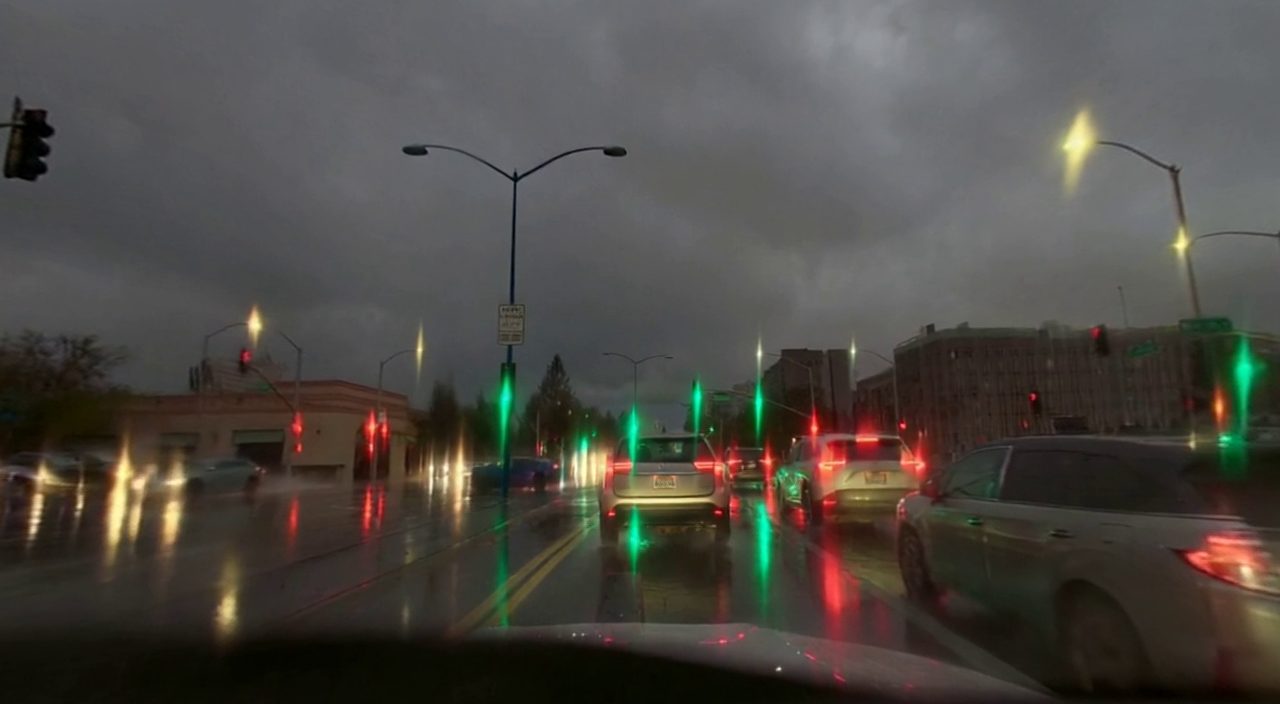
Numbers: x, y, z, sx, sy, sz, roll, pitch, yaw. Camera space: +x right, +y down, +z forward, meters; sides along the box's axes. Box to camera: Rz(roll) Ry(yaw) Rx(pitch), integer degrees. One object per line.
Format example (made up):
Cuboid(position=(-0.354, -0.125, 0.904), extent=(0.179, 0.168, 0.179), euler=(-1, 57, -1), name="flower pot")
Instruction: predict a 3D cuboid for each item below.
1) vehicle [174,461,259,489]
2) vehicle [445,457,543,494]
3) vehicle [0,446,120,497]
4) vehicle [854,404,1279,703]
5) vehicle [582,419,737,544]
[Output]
Cuboid(position=(-25.691, 7.458, 38.454), extent=(3.981, 1.477, 1.872), euler=(4, -10, -26), name="vehicle")
Cuboid(position=(-6.283, 5.228, 26.911), extent=(4.447, 1.430, 1.885), euler=(-10, -14, 43), name="vehicle")
Cuboid(position=(-24.975, 4.875, 26.004), extent=(5.062, 1.946, 2.243), euler=(0, -9, 0), name="vehicle")
Cuboid(position=(3.434, 1.326, 4.965), extent=(2.056, 1.516, 4.776), euler=(-1, -9, 3), name="vehicle")
Cuboid(position=(0.268, 2.267, 11.675), extent=(2.292, 1.840, 4.394), euler=(0, -9, 0), name="vehicle")
